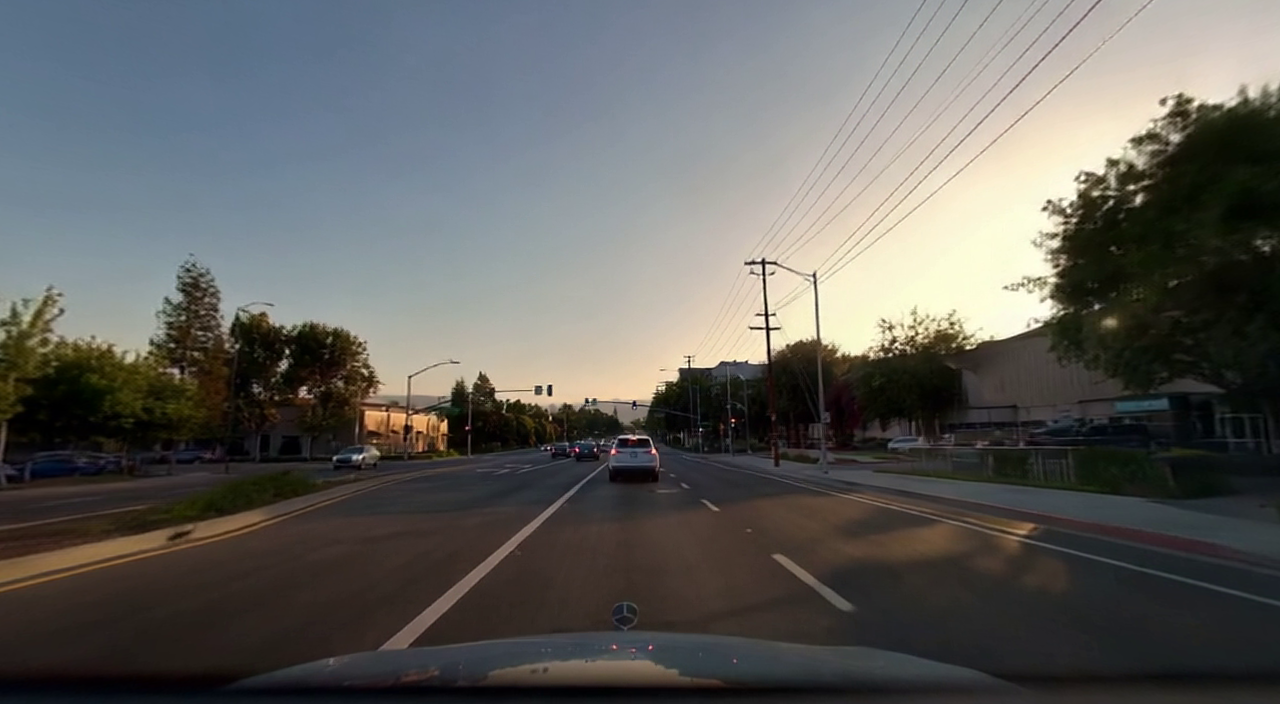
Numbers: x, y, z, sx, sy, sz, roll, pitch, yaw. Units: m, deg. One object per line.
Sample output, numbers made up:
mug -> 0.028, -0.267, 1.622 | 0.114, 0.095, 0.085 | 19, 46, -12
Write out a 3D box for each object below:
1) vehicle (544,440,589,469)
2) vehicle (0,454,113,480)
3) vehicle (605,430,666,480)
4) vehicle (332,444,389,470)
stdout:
vehicle -> -4.034, 5.718, 35.415 | 2.075, 1.474, 4.367 | 0, -8, -1
vehicle -> -34.242, 6.721, 37.129 | 4.608, 1.435, 2.076 | 0, -8, 0
vehicle -> -0.208, 4.022, 24.785 | 2.188, 1.782, 3.982 | 0, -8, -1
vehicle -> -19.478, 7.314, 44.247 | 1.945, 1.700, 4.465 | 0, -9, 0
